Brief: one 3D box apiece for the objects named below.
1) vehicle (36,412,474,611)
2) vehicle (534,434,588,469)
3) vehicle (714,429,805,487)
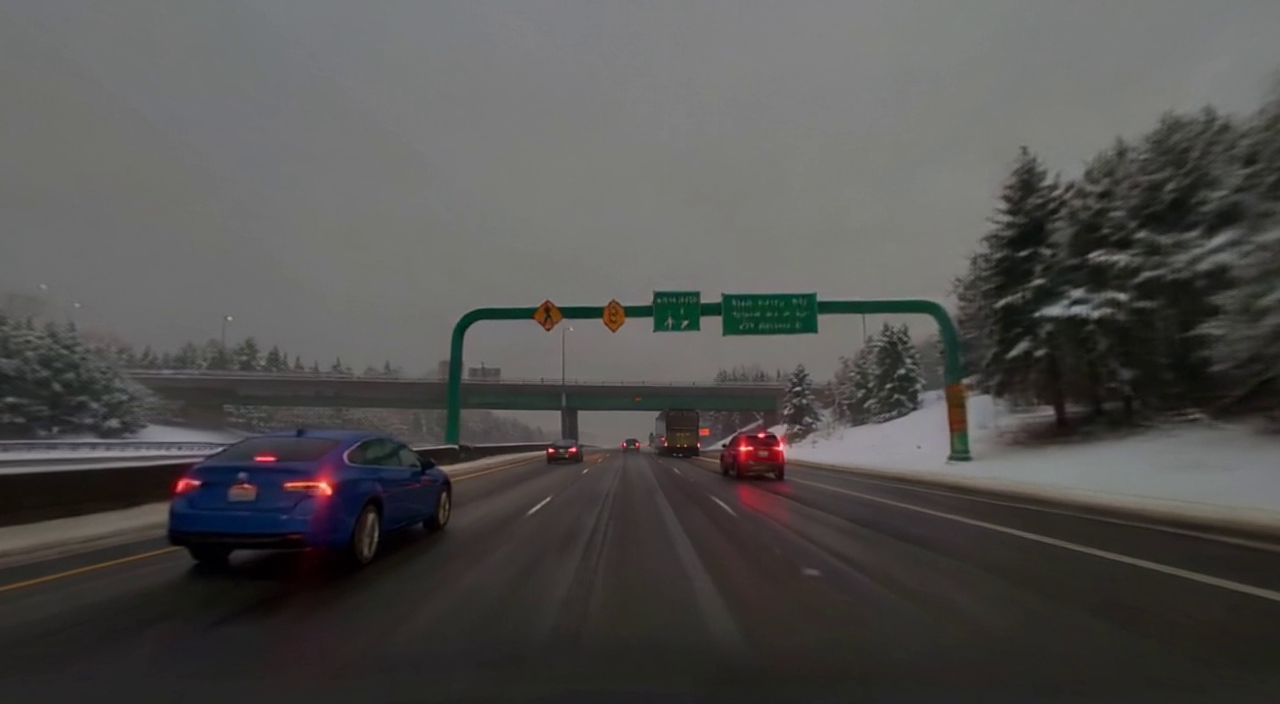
[{"bbox_3d":[-3.540,1.542,7.121,2.122,1.486,4.532,0,-8,-1],"label":"vehicle"},{"bbox_3d":[-3.615,4.664,29.727,2.064,1.479,4.370,0,-8,-1],"label":"vehicle"},{"bbox_3d":[3.672,3.324,20.083,2.001,1.625,4.088,0,-8,-1],"label":"vehicle"}]
